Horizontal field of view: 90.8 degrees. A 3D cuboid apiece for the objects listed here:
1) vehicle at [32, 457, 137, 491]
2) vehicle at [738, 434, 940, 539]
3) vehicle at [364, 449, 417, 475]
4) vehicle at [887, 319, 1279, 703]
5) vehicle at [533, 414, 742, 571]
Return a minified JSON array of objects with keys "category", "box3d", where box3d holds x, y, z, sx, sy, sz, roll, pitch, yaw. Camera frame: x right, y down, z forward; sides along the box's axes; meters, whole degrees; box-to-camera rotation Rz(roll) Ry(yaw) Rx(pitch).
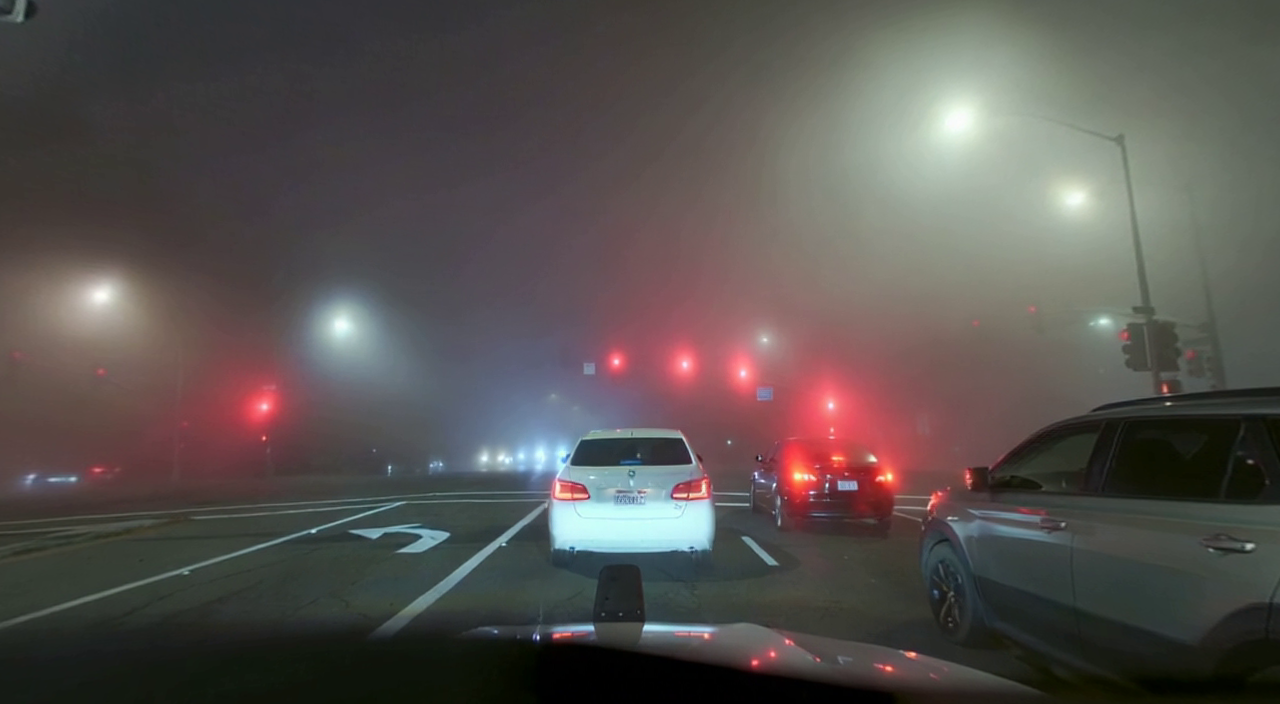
[{"category":"vehicle","box3d":[-32.332,7.099,36.835,4.448,1.837,2.021,-1,-9,7]},{"category":"vehicle","box3d":[3.152,2.219,11.141,2.001,1.463,4.398,0,-8,-2]},{"category":"vehicle","box3d":[-18.728,8.256,47.662,2.026,1.836,4.726,0,-8,0]},{"category":"vehicle","box3d":[2.995,0.869,2.657,2.103,1.701,4.294,0,-8,-1]},{"category":"vehicle","box3d":[-0.075,1.779,8.734,2.188,1.637,4.027,0,-8,-1]}]
